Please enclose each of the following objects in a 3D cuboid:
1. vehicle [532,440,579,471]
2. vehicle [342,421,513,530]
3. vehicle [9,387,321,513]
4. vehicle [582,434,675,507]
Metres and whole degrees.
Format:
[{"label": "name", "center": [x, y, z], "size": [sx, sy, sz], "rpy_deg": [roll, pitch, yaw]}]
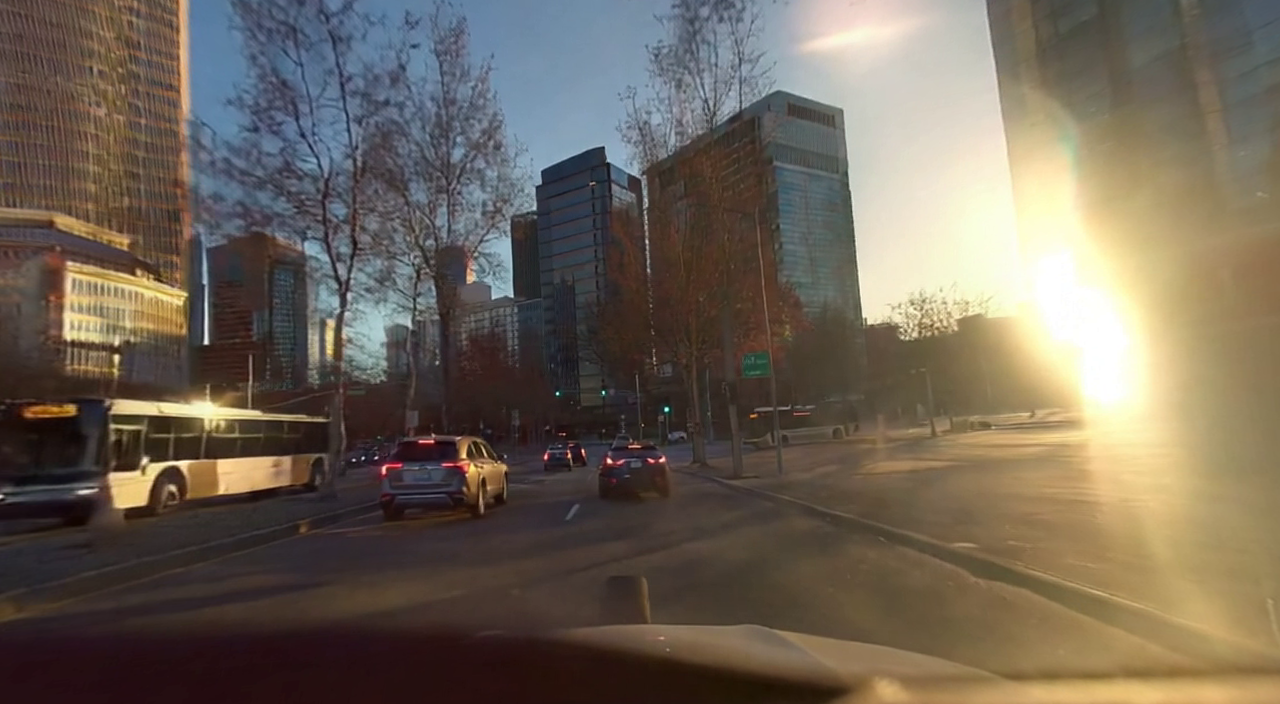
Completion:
[{"label": "vehicle", "center": [-4.299, 5.343, 32.731], "size": [1.961, 1.517, 4.202], "rpy_deg": [0, -9, -2]}, {"label": "vehicle", "center": [-3.605, 2.162, 11.486], "size": [1.848, 1.641, 3.686], "rpy_deg": [0, -9, -1]}, {"label": "vehicle", "center": [-14.980, 3.315, 21.576], "size": [3.063, 3.298, 9.918], "rpy_deg": [0, -9, -1]}, {"label": "vehicle", "center": [-0.328, 2.768, 15.166], "size": [1.933, 1.504, 3.802], "rpy_deg": [1, -9, -3]}]
